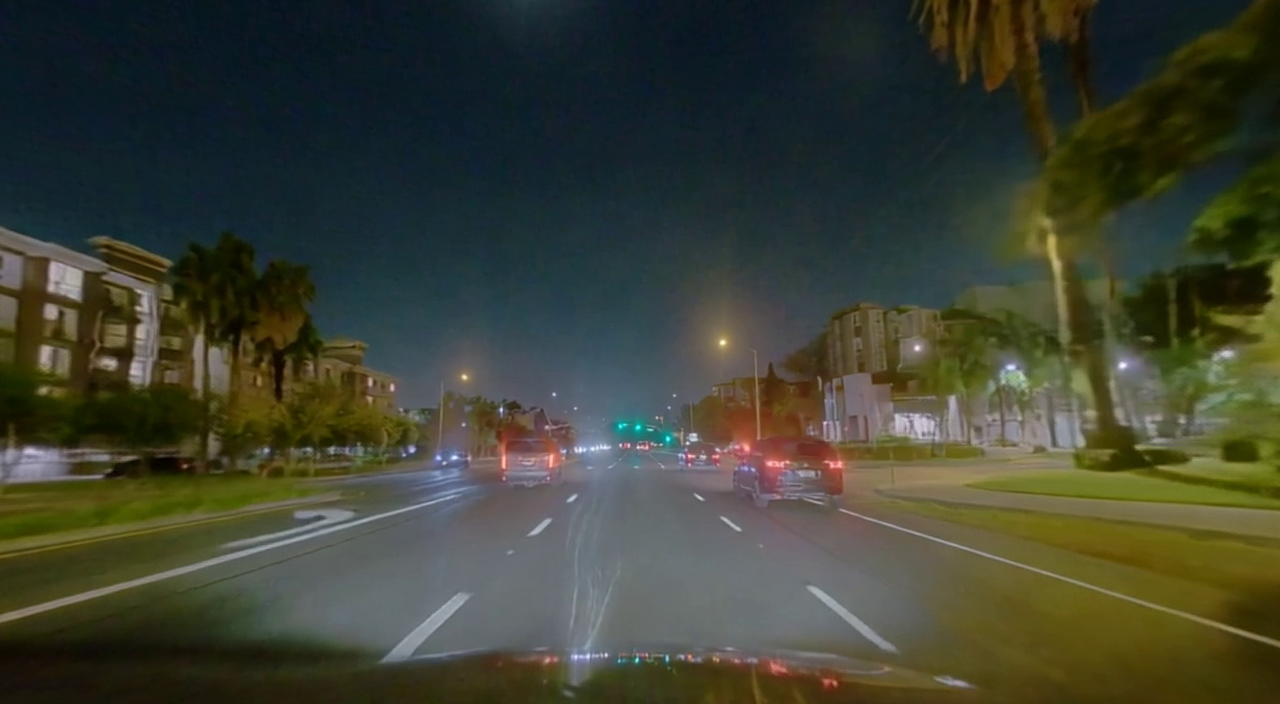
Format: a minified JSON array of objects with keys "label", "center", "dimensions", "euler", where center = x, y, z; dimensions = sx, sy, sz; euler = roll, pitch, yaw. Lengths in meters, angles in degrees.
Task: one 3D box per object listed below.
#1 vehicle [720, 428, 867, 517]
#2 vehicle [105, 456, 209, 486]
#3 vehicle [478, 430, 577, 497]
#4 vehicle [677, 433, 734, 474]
[{"label":"vehicle","center":[3.223,2.630,14.232],"dimensions":[2.084,1.682,4.148],"euler":[1,-8,-3]},{"label":"vehicle","center":[-29.007,7.121,37.872],"dimensions":[4.586,1.513,1.973],"euler":[-2,-9,-2]},{"label":"vehicle","center":[-3.194,3.275,18.853],"dimensions":[2.084,1.735,4.528],"euler":[0,-8,1]},{"label":"vehicle","center":[3.216,5.125,31.988],"dimensions":[2.244,1.901,4.561],"euler":[0,-8,-2]}]
